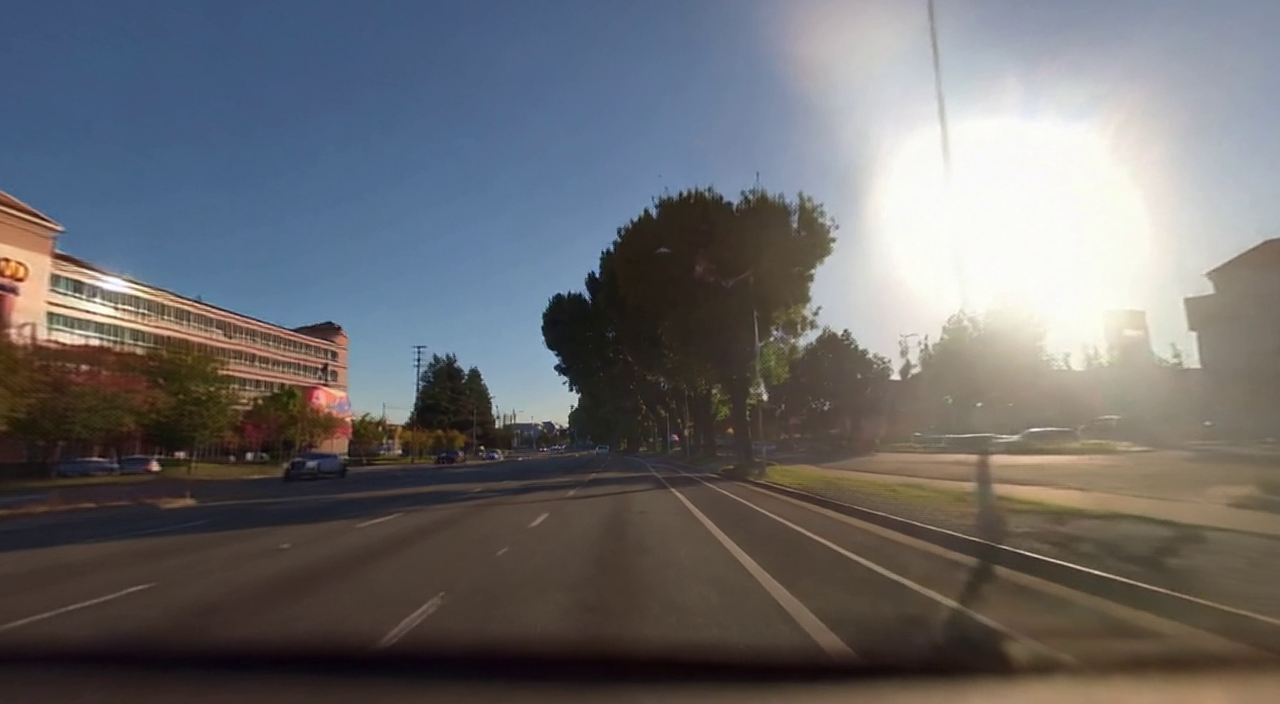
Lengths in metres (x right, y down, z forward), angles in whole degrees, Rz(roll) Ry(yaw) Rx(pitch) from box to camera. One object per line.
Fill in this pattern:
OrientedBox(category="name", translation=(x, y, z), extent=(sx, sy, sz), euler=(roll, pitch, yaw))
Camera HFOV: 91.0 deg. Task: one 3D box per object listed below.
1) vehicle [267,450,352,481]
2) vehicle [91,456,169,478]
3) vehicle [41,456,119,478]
OrientedBox(category="vehicle", translation=(-17.405, 5.957, 33.461), extent=(2.021, 1.507, 4.664), euler=(0, -9, -1))
OrientedBox(category="vehicle", translation=(-38.289, 8.630, 47.402), extent=(1.844, 1.492, 4.374), euler=(-1, -9, 9))
OrientedBox(category="vehicle", translation=(-42.447, 8.717, 47.832), extent=(1.818, 1.491, 4.263), euler=(0, -8, 3))
